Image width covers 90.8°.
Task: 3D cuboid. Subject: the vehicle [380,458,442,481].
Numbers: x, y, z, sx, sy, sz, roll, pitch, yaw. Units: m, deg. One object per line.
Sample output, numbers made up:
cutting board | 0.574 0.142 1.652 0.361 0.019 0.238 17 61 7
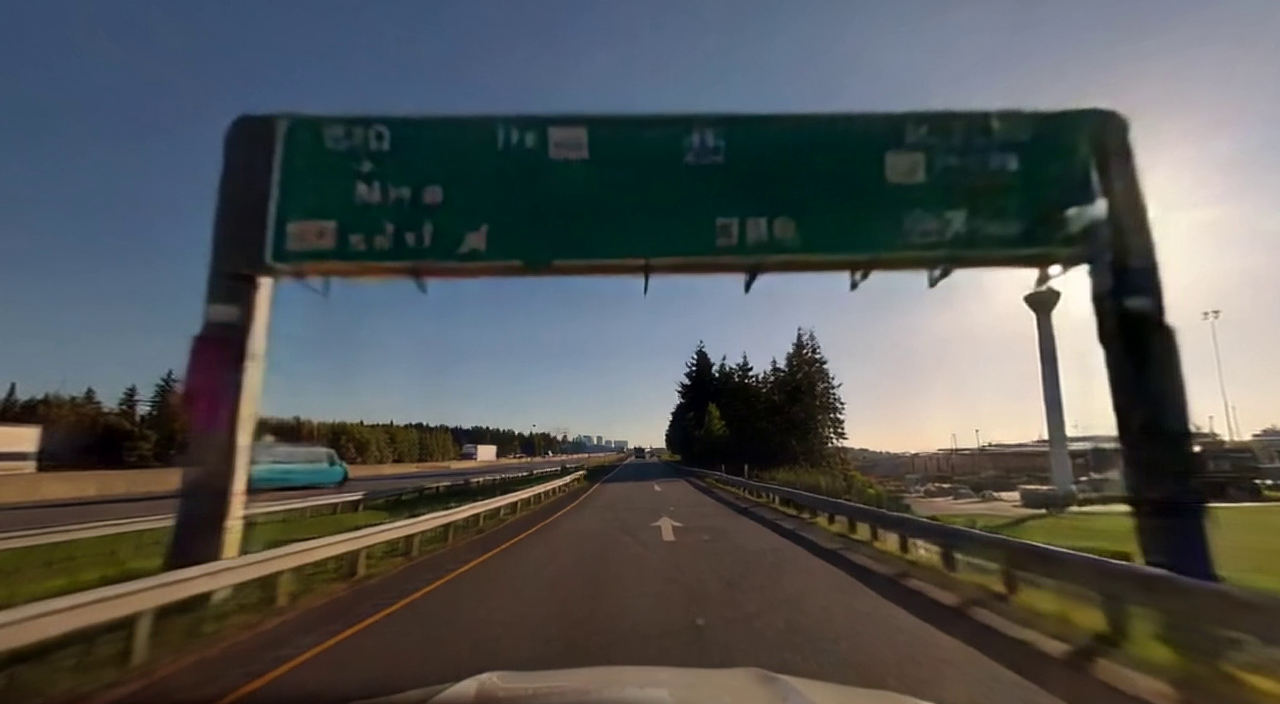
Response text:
vehicle | -16.754 8.609 46.463 2.230 1.503 4.692 -2 -9 9

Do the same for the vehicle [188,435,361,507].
vehicle | -15.721 5.167 28.056 2.344 2.702 7.709 -1 -9 7
